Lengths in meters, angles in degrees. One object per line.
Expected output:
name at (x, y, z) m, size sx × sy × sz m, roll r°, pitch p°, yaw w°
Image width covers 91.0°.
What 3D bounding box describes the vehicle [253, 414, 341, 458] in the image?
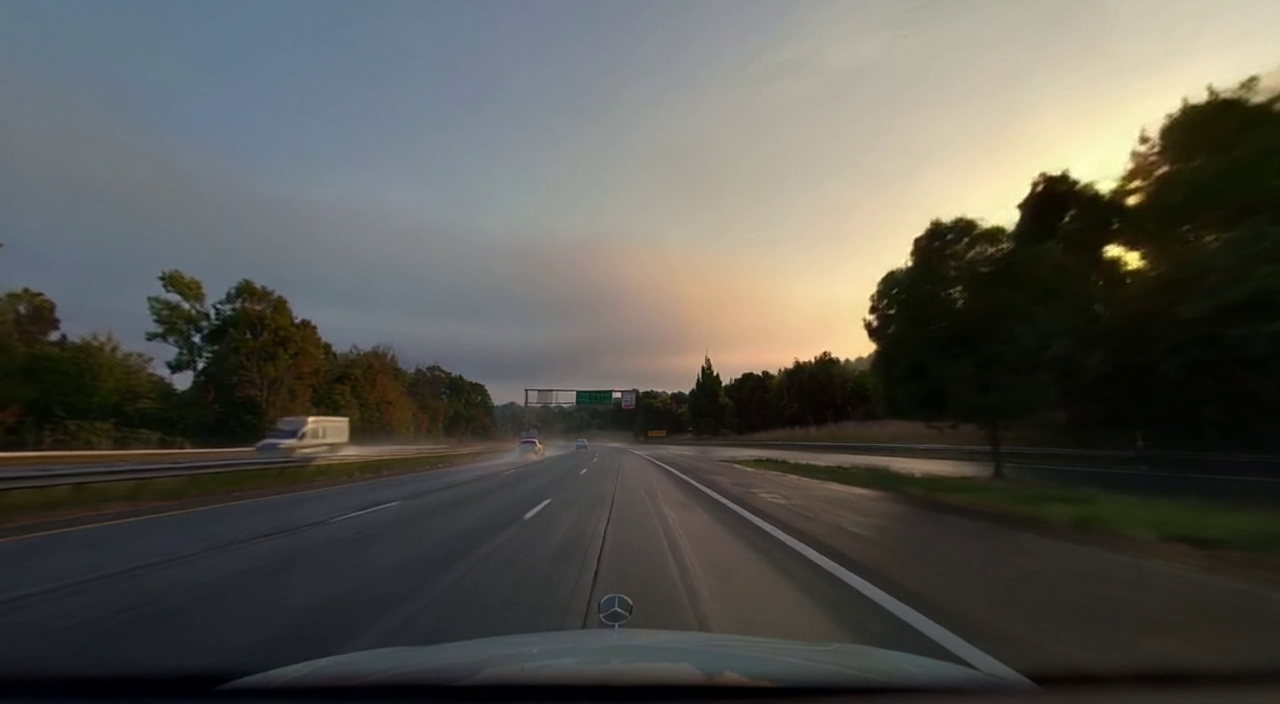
vehicle at (-25.111, 6.257, 46.594) m, size 2.551 × 2.904 × 7.387 m, roll 0°, pitch -8°, yaw -2°
